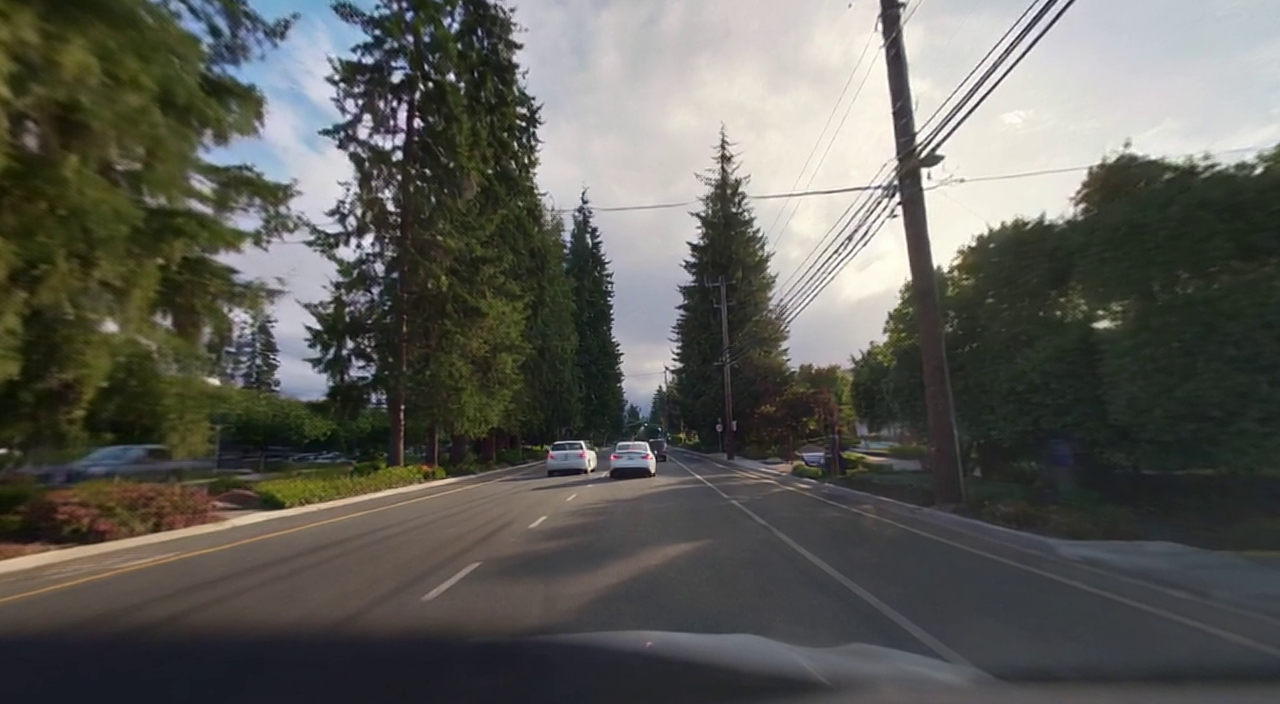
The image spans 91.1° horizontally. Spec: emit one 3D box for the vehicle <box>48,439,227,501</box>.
[{"bbox_3d":[-16.141,3.770,20.555,2.061,1.772,4.501,0,-8,1],"label":"vehicle"}]

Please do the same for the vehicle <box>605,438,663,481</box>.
[{"bbox_3d":[-0.194,3.982,23.576,1.991,1.463,3.988,0,-8,0],"label":"vehicle"}]
